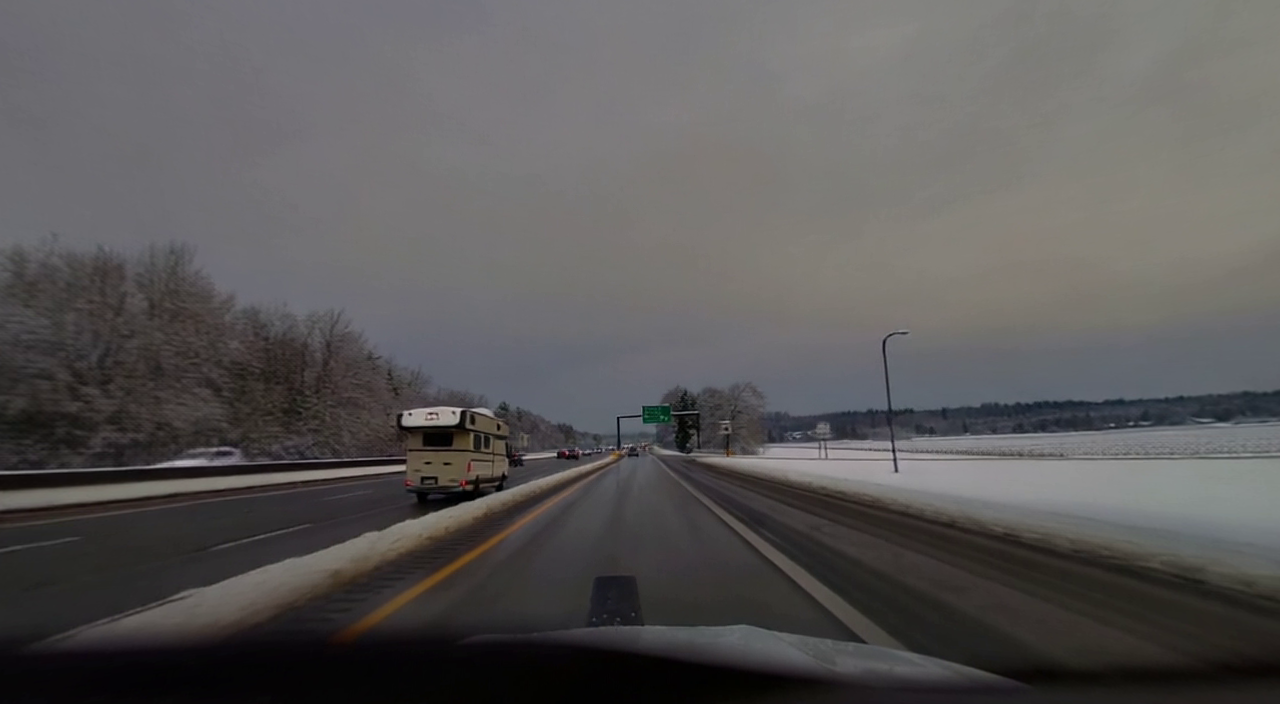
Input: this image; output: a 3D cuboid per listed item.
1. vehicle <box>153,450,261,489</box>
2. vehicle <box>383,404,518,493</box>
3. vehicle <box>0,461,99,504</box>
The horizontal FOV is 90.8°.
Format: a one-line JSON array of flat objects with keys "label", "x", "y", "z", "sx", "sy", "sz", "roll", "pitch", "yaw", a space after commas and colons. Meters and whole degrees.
[{"label": "vehicle", "x": -19.158, "y": 5.184, "z": 28.188, "sx": 1.826, "sy": 1.527, "sz": 4.196, "roll": 0, "pitch": -8, "yaw": 0}, {"label": "vehicle", "x": -6.998, "y": 3.745, "z": 24.687, "sx": 2.747, "sy": 2.934, "sz": 7.411, "roll": 0, "pitch": -8, "yaw": 2}, {"label": "vehicle", "x": -23.626, "y": 4.979, "z": 24.443, "sx": 1.890, "sy": 1.433, "sz": 3.874, "roll": 0, "pitch": -8, "yaw": -1}]
